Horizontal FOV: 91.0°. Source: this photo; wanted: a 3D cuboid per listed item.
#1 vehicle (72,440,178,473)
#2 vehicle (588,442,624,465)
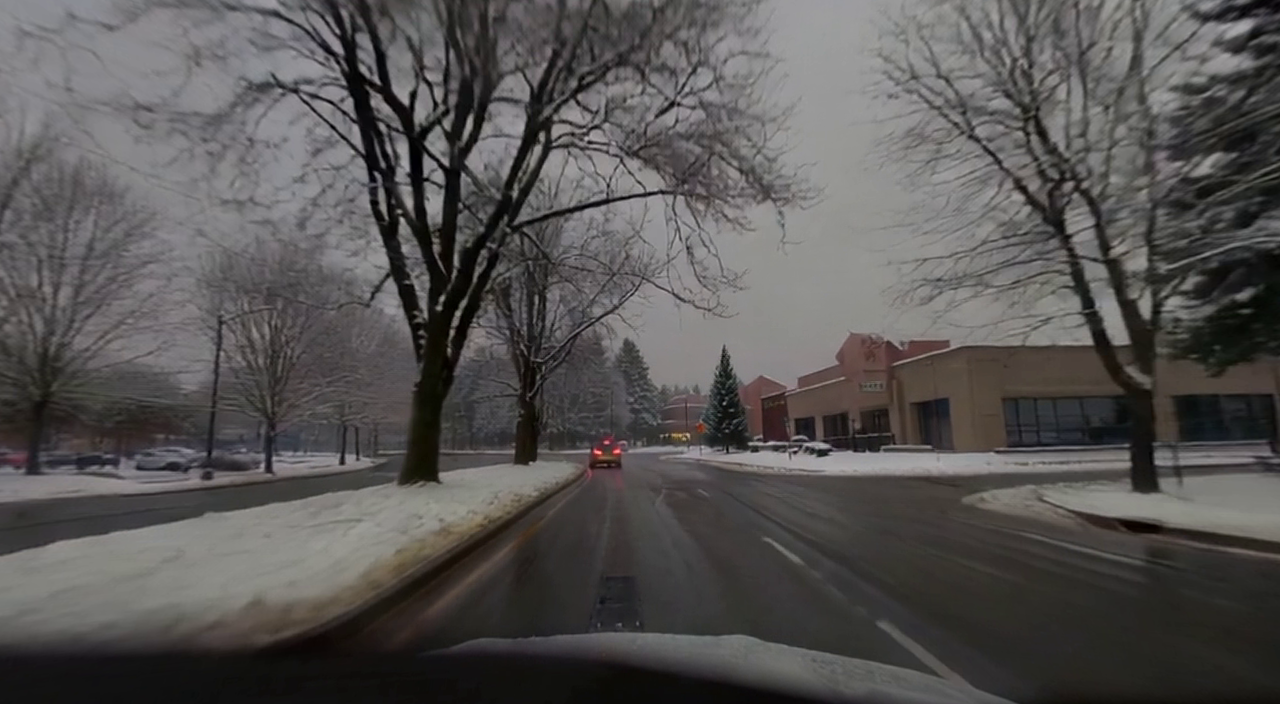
[{"bbox_3d":[-35.681,7.303,43.791,5.135,1.689,2.269,-3,-11,-15],"label":"vehicle"},{"bbox_3d":[-2.403,7.057,44.138,2.018,1.512,4.304,1,-8,-10],"label":"vehicle"}]
